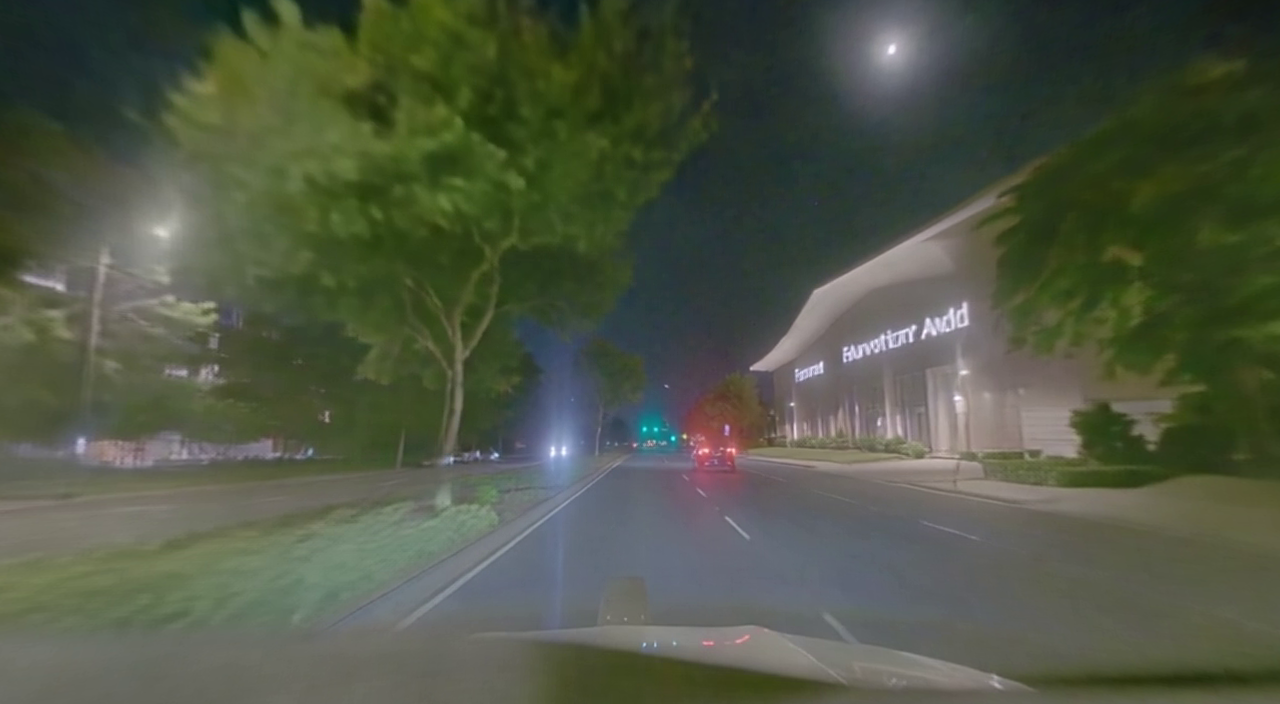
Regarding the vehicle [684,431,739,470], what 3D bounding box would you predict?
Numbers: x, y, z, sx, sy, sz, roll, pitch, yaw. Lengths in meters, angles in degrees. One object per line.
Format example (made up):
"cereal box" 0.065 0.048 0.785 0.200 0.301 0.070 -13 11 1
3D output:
"vehicle" 3.433 4.846 31.188 2.143 1.759 4.378 0 -8 -1
